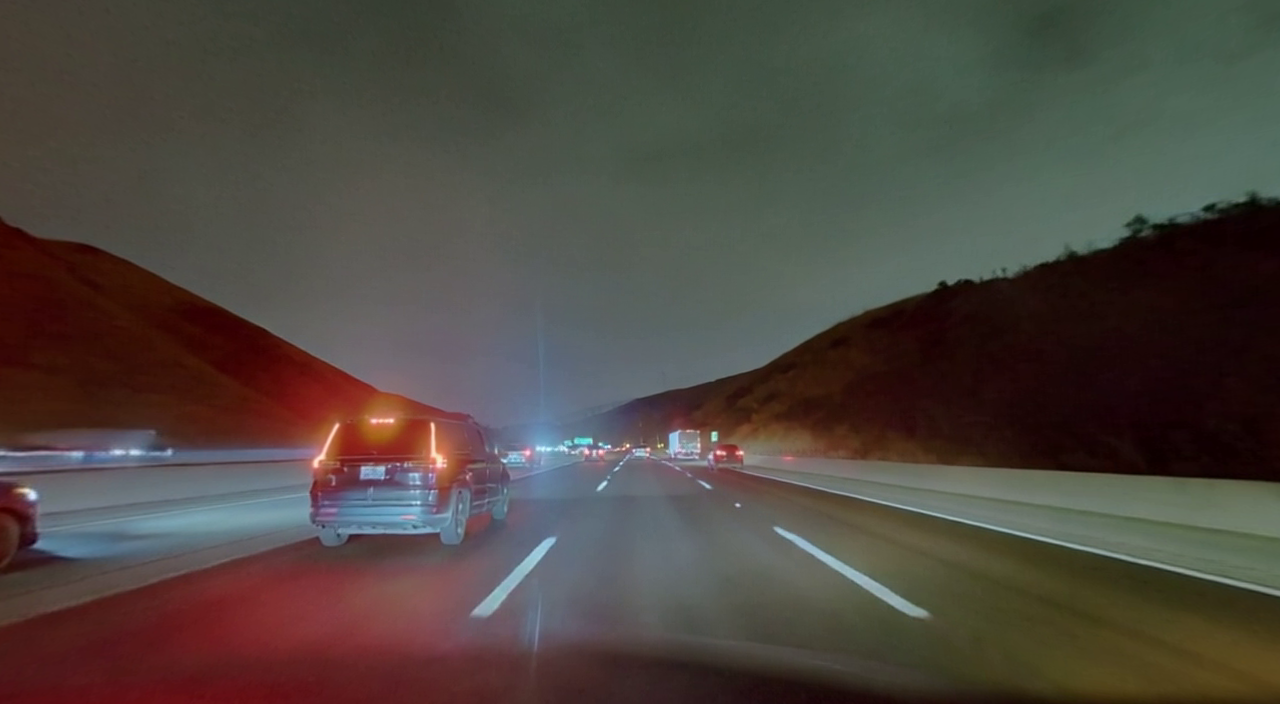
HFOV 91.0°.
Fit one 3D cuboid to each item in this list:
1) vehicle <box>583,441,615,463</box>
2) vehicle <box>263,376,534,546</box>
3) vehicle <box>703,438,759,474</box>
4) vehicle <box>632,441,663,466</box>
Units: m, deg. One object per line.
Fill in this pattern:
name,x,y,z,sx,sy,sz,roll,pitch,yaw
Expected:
vehicle,-3.134,7.694,48.611,2.138,1.581,4.340,0,-9,0
vehicle,-3.636,1.860,11.157,2.421,2.203,5.775,0,-9,1
vehicle,4.370,5.074,30.873,2.051,1.598,4.145,0,-9,-1
vehicle,0.472,6.761,42.044,2.014,1.543,3.804,0,-9,0
